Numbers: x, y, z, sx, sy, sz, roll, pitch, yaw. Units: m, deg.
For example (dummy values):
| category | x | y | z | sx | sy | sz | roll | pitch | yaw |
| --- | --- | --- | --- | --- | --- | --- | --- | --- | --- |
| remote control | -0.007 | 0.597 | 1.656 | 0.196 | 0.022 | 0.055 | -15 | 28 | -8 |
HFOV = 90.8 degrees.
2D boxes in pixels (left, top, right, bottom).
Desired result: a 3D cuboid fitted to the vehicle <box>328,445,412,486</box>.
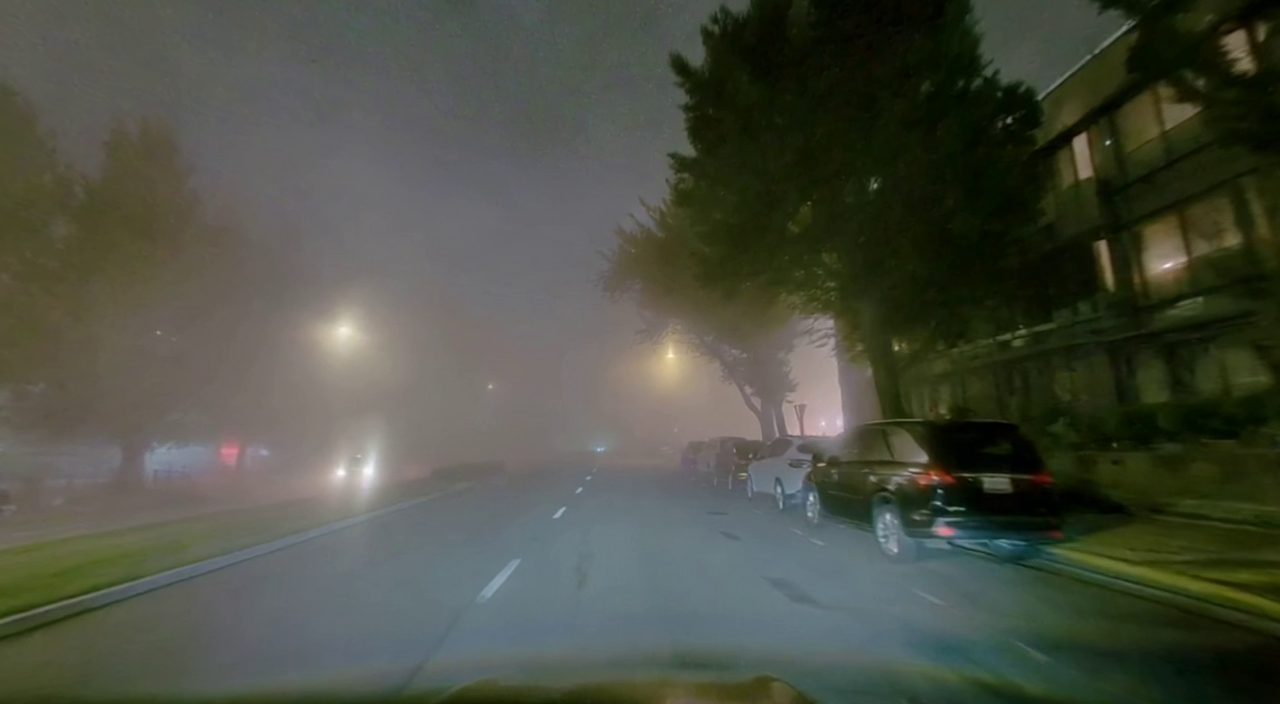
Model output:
| category | x | y | z | sx | sy | sz | roll | pitch | yaw |
| --- | --- | --- | --- | --- | --- | --- | --- | --- | --- |
| vehicle | -11.855 | 4.975 | 28.124 | 1.950 | 1.629 | 4.333 | 0 | -8 | -2 |

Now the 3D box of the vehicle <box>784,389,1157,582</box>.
| category | x | y | z | sx | sy | sz | roll | pitch | yaw |
| --- | --- | --- | --- | --- | --- | --- | --- | --- | --- |
| vehicle | 3.841 | 1.678 | 8.852 | 2.129 | 1.853 | 5.275 | 0 | -8 | -3 |
